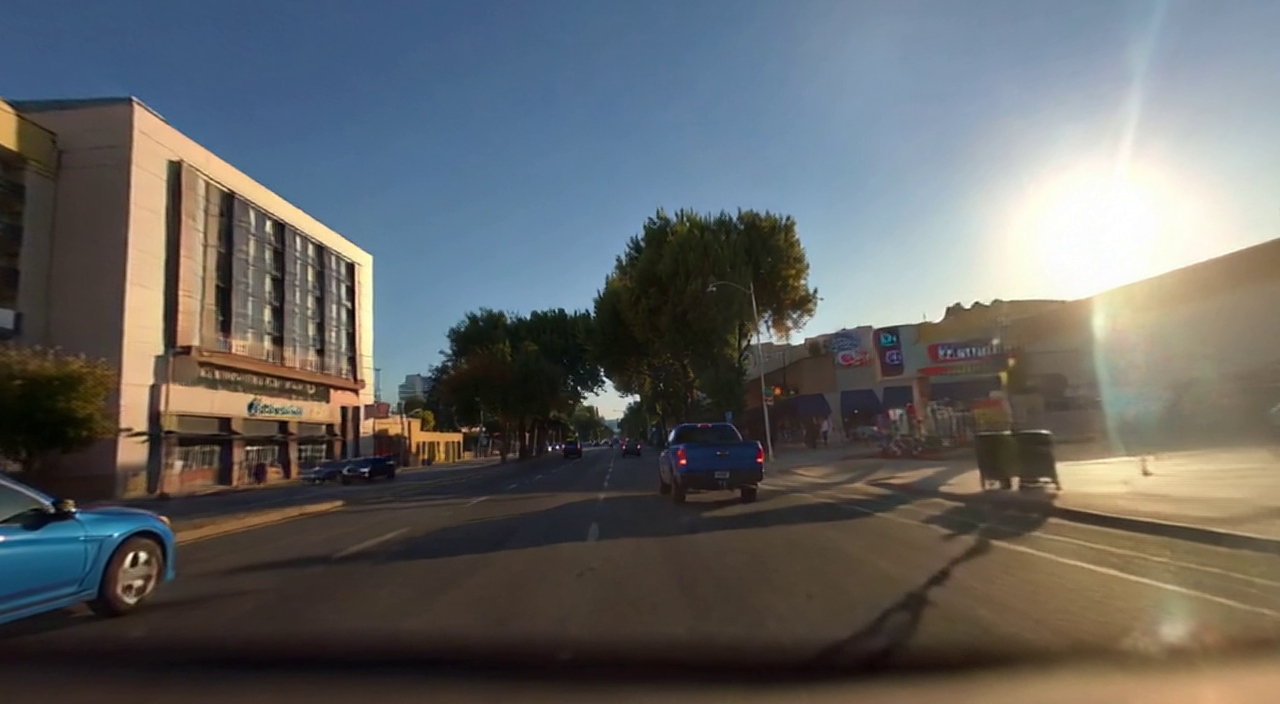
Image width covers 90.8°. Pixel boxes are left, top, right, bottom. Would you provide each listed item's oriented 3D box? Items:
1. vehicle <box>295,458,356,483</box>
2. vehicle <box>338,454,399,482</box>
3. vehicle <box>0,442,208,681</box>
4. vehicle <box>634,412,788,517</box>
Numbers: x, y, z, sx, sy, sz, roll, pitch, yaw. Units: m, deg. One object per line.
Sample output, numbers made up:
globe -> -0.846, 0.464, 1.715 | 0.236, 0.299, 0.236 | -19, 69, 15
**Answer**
vehicle -> -21.269, 8.022, 42.935 | 2.003, 1.498, 4.440 | 0, -8, -2
vehicle -> -16.707, 7.118, 39.121 | 1.955, 1.562, 4.340 | 0, -8, -1
vehicle -> -4.778, 1.202, 3.362 | 1.888, 1.424, 4.553 | 0, -8, -2
vehicle -> 1.306, 2.519, 14.775 | 2.590, 1.932, 5.776 | 0, -8, -3
